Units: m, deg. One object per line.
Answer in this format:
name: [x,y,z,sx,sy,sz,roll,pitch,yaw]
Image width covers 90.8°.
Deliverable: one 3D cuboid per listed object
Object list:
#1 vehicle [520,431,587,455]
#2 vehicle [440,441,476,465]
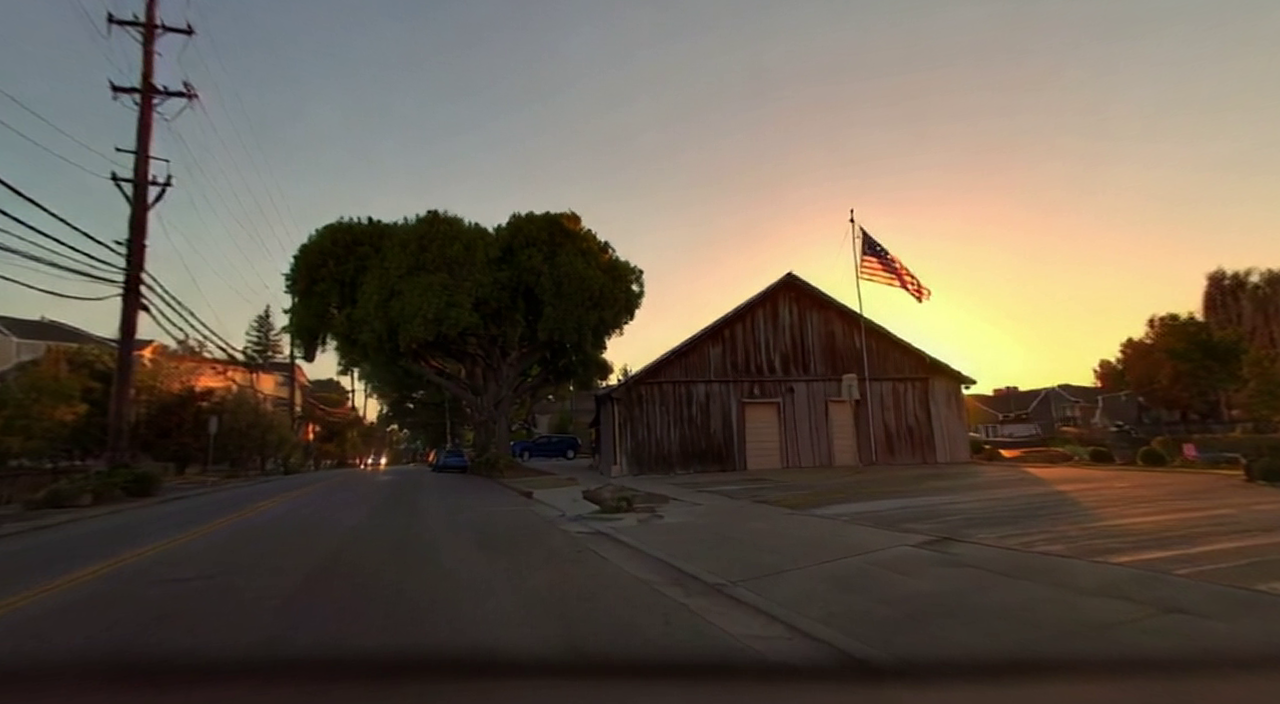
vehicle: [-6.671,7.010,48.672,4.767,1.735,1.920,3,-9,-19]
vehicle: [-11.882,6.544,41.111,1.941,1.460,4.206,3,-9,-19]
